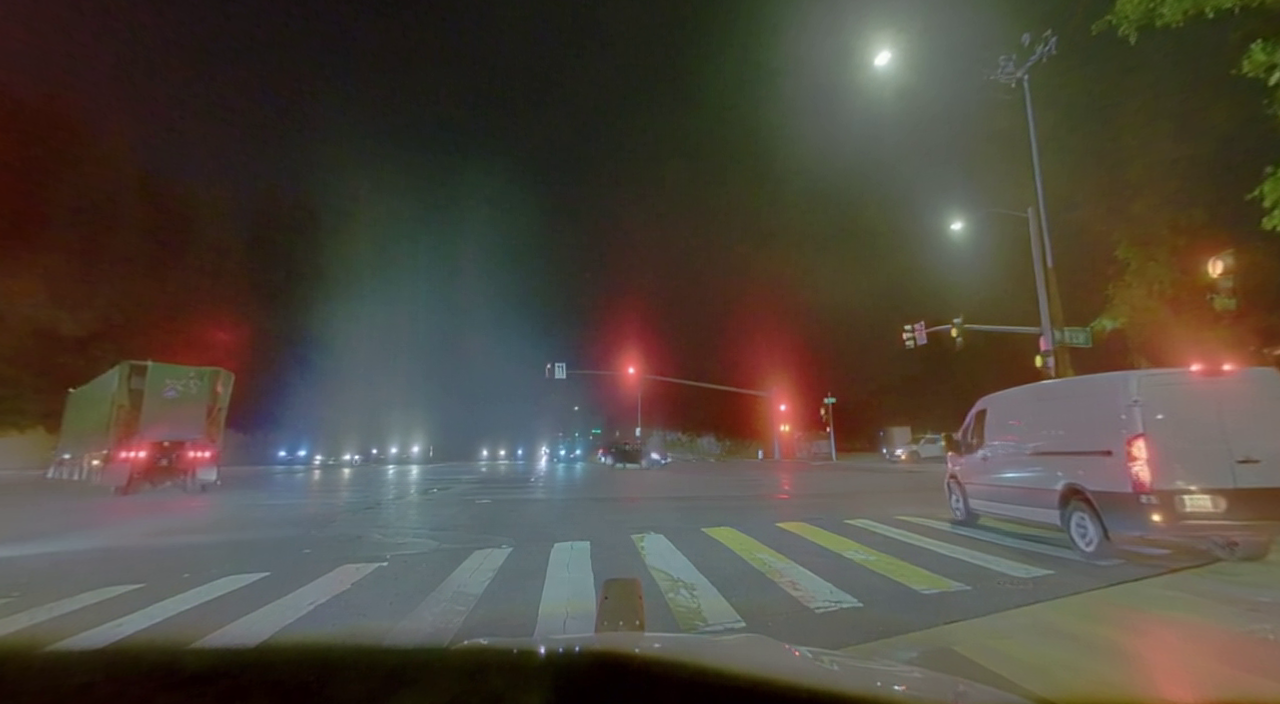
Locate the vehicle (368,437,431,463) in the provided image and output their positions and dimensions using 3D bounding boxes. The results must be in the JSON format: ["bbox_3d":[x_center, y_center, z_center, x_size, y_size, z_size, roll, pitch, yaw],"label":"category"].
[{"bbox_3d":[-17.385,7.144,45.992,2.189,1.753,4.785,-1,-9,8],"label":"vehicle"}]

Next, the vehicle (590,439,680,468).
[{"bbox_3d":[-0.339,5.530,34.612,4.846,1.487,2.086,-8,-12,42],"label":"vehicle"}]

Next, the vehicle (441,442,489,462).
[{"bbox_3d":[-13.184,7.588,47.853,1.845,1.426,4.289,-1,-9,8],"label":"vehicle"}]

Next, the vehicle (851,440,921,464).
[{"bbox_3d":[16.993,6.893,43.627,4.524,1.560,2.052,5,-10,-29],"label":"vehicle"}]

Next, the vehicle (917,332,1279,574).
[{"bbox_3d":[6.546,1.425,9.288,2.332,2.511,5.326,0,-9,-2],"label":"vehicle"}]

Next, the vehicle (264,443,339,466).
[{"bbox_3d":[-21.835,6.638,41.005,1.859,1.415,4.591,-1,-9,8],"label":"vehicle"}]

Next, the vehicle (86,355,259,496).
[{"bbox_3d":[-13.592,2.223,18.126,3.112,3.230,6.726,8,-12,-41],"label":"vehicle"}]

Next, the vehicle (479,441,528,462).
[{"bbox_3d":[-10.150,7.465,47.400,2.097,1.484,4.596,-1,-9,7],"label":"vehicle"}]
